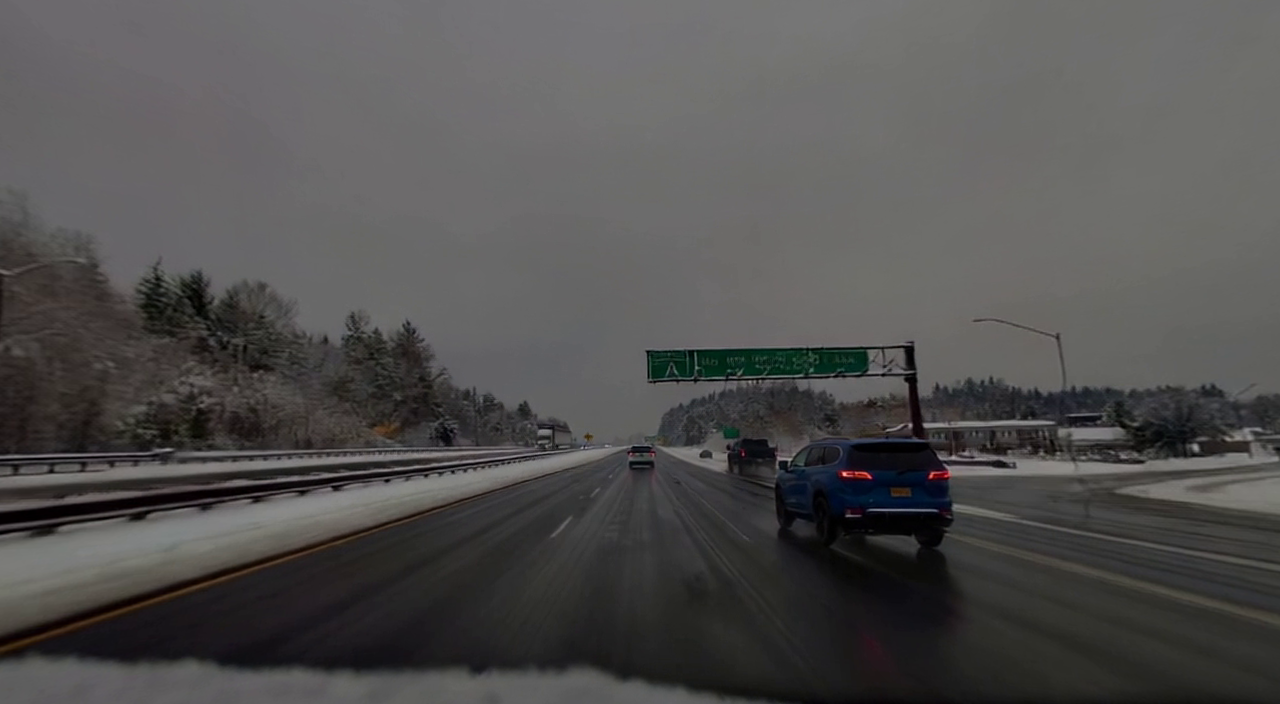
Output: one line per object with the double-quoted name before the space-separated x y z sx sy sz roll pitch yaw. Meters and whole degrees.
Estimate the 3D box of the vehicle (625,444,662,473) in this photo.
"vehicle" 0.244 6.764 40.337 2.181 1.768 4.383 0 -9 1

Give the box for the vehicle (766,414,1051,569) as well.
"vehicle" 3.339 1.826 9.042 2.097 1.659 4.320 0 -9 -1

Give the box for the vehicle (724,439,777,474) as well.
"vehicle" 7.414 7.060 43.008 2.526 2.230 6.190 0 -9 1
